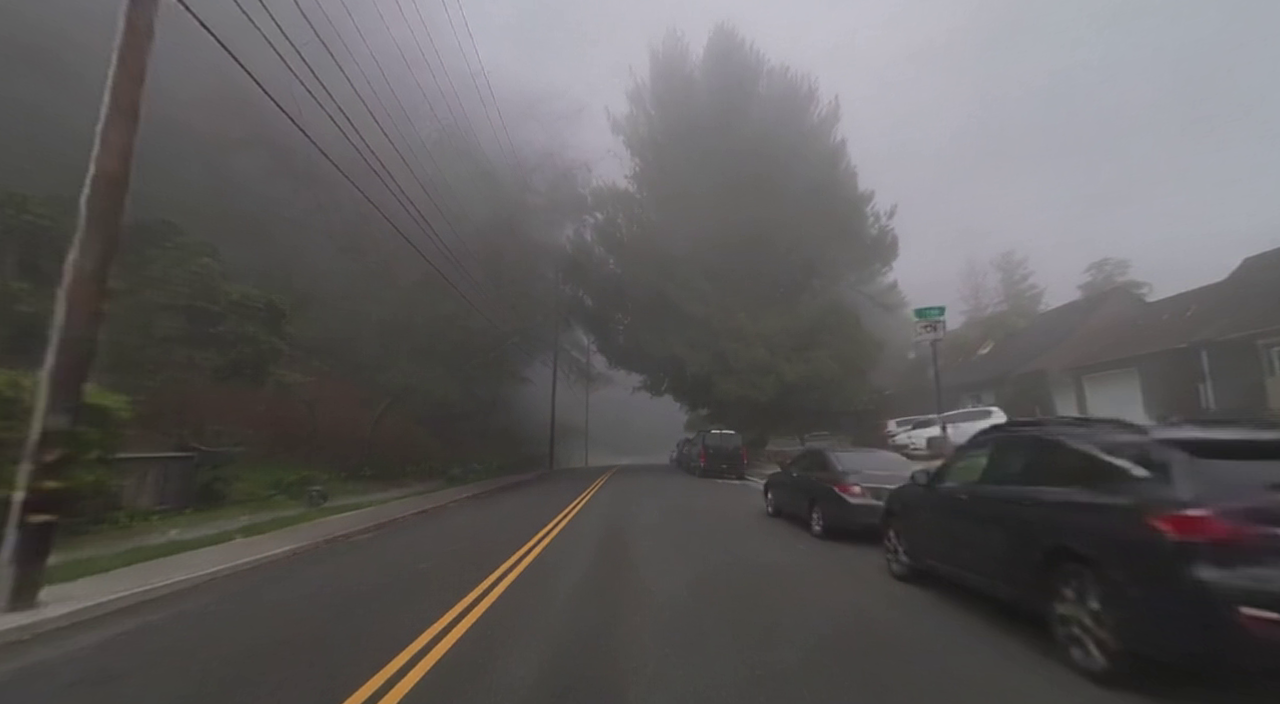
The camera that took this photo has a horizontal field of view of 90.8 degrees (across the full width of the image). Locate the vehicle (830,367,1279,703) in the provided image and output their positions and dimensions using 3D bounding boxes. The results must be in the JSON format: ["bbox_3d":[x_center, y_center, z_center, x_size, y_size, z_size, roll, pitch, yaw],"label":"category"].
[{"bbox_3d":[3.311,1.246,5.284,1.848,1.624,5.200,0,-8,0],"label":"vehicle"}]

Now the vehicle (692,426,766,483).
[{"bbox_3d":[3.249,3.877,24.148,2.020,1.900,5.202,0,-8,-1],"label":"vehicle"}]
